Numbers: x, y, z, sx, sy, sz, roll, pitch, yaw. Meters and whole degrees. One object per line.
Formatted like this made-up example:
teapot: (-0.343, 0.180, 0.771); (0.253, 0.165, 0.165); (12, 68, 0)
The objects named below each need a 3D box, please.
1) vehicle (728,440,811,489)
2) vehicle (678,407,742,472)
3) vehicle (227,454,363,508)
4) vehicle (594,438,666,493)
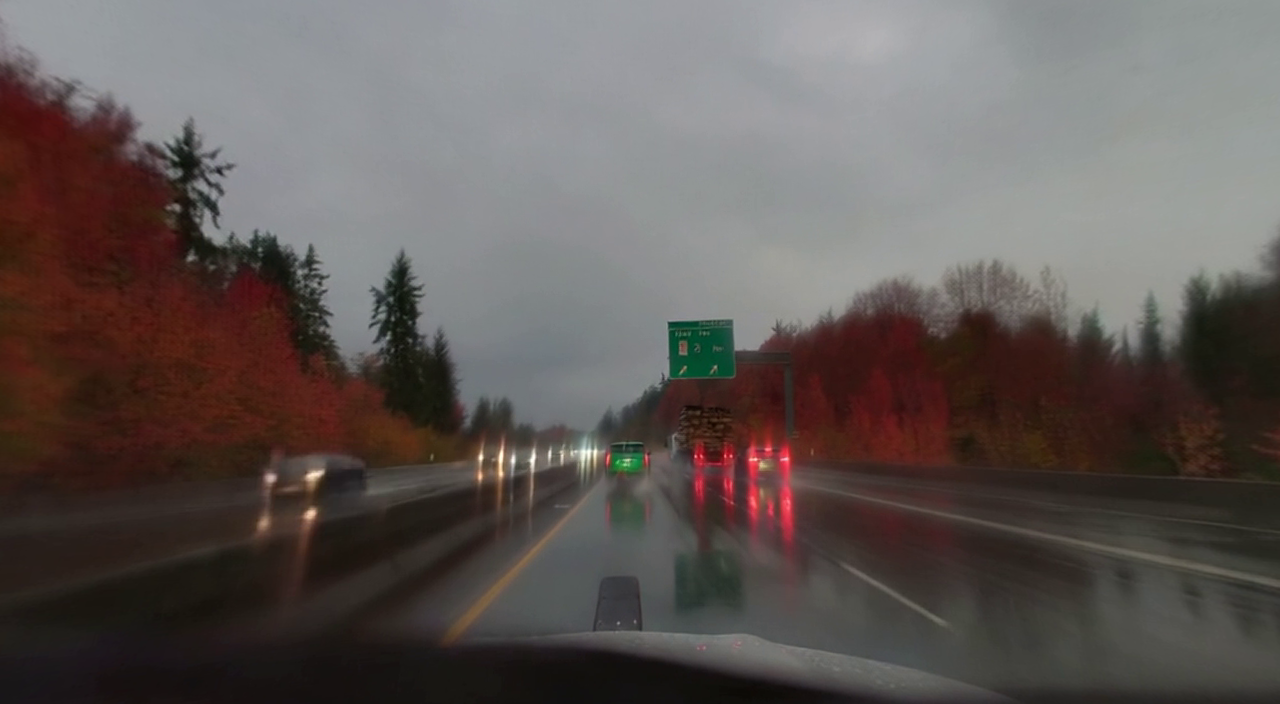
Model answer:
vehicle: (4.780, 4.231, 23.912); (2.057, 1.660, 4.525); (0, -9, -2)
vehicle: (4.524, 5.965, 42.286); (3.125, 3.895, 8.461); (0, -9, -1)
vehicle: (-12.456, 4.646, 23.111); (2.191, 1.683, 4.795); (-1, -9, 1)
vehicle: (-0.348, 3.872, 21.669); (2.263, 1.699, 3.936); (0, -9, -1)
